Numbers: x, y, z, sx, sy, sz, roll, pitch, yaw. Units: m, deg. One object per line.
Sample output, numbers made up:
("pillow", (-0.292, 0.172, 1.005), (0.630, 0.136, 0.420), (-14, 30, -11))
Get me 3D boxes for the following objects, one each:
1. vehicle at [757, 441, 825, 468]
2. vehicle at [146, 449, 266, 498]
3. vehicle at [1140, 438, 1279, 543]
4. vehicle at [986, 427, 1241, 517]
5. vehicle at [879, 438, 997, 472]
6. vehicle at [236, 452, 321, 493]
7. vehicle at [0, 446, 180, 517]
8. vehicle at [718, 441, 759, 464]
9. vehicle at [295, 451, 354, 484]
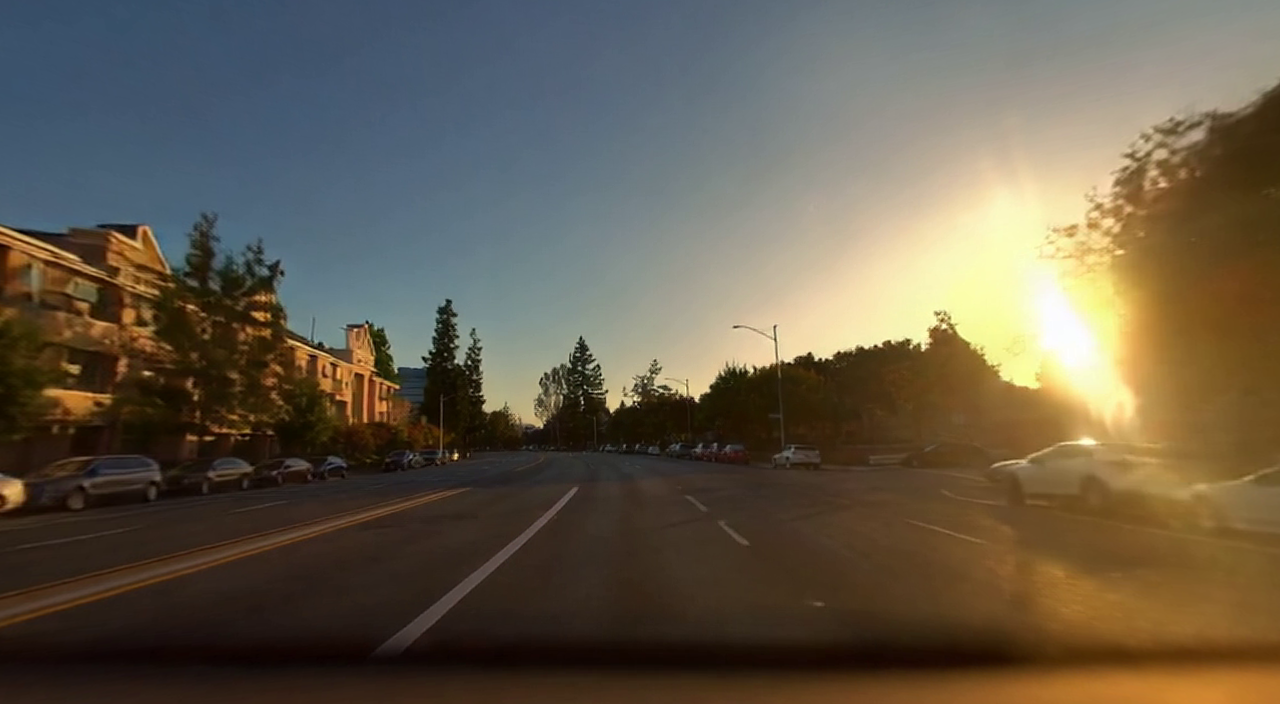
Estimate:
("vehicle", (9.407, 6.435, 39.605), (1.919, 1.627, 4.196), (5, -10, -26))
("vehicle", (-17.681, 4.924, 25.973), (1.883, 1.775, 4.466), (-1, -8, -2))
("vehicle", (9.707, 1.889, 8.546), (1.863, 1.423, 4.709), (1, -9, -2))
("vehicle", (9.786, 2.515, 13.680), (1.853, 1.578, 4.736), (0, -9, 0))
("vehicle", (15.654, 5.424, 33.316), (5.088, 1.538, 2.114), (-2, -7, 2))
("vehicle", (-17.838, 5.899, 31.331), (1.802, 1.477, 4.648), (-3, -5, -4))
("vehicle", (-17.431, 3.997, 20.053), (2.099, 1.917, 4.720), (-1, -8, -2))
("vehicle", (7.704, 7.966, 49.934), (2.039, 1.752, 4.876), (1, -9, -6))
("vehicle", (-18.197, 6.651, 36.503), (1.836, 1.512, 3.581), (-2, -6, -5))
